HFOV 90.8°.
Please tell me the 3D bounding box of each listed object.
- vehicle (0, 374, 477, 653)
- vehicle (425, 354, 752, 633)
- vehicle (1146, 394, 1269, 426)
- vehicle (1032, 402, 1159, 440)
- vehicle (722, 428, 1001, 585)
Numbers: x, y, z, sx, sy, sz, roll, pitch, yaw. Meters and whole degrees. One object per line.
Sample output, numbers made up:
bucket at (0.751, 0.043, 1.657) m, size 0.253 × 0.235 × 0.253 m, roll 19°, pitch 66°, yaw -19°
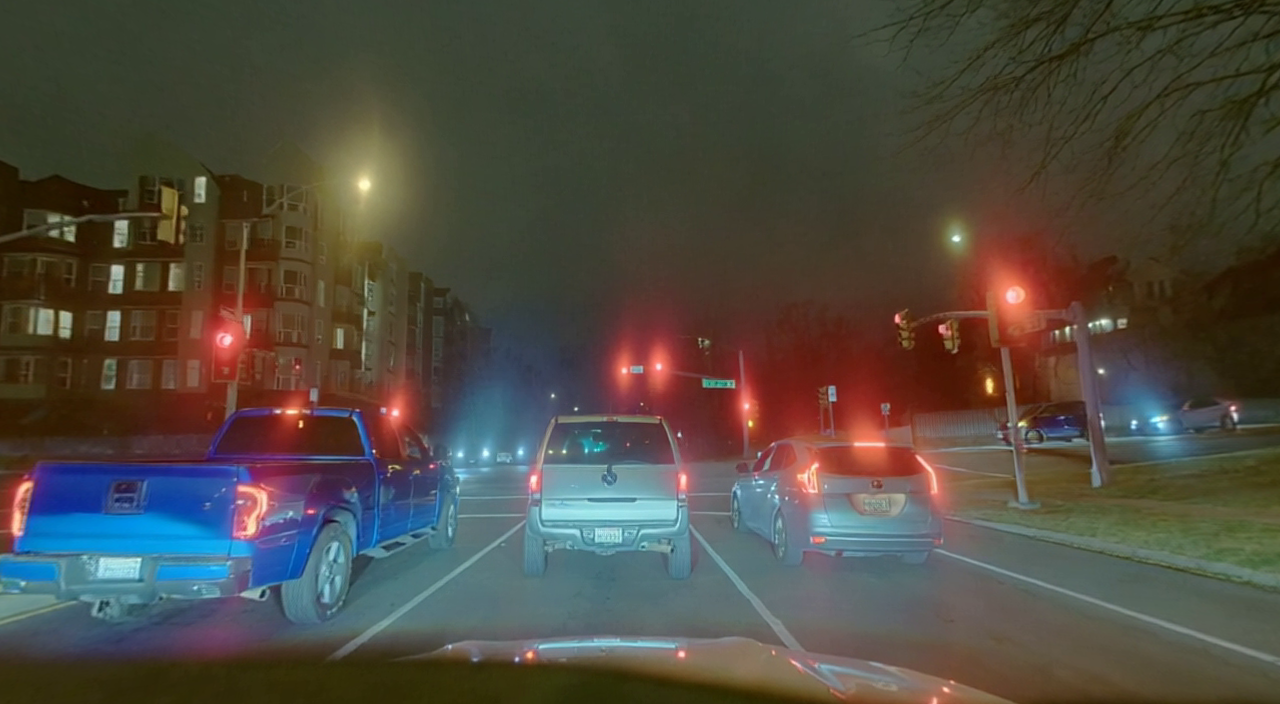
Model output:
vehicle at (-3.452, 1.445, 6.830) m, size 2.146 × 1.828 × 5.148 m, roll 0°, pitch -9°, yaw -2°
vehicle at (-0.392, 1.312, 6.738) m, size 2.282 × 1.964 × 4.421 m, roll 0°, pitch -9°, yaw -1°
vehicle at (29.280, 3.038, 32.682) m, size 4.540 × 1.543 × 1.803 m, roll 0°, pitch -9°, yaw 0°
vehicle at (23.303, 3.588, 32.480) m, size 4.721 × 1.866 × 2.188 m, roll 0°, pitch -9°, yaw 2°
vehicle at (2.415, 1.813, 8.291) m, size 2.016 × 1.481 × 4.336 m, roll 0°, pitch -9°, yaw -1°
